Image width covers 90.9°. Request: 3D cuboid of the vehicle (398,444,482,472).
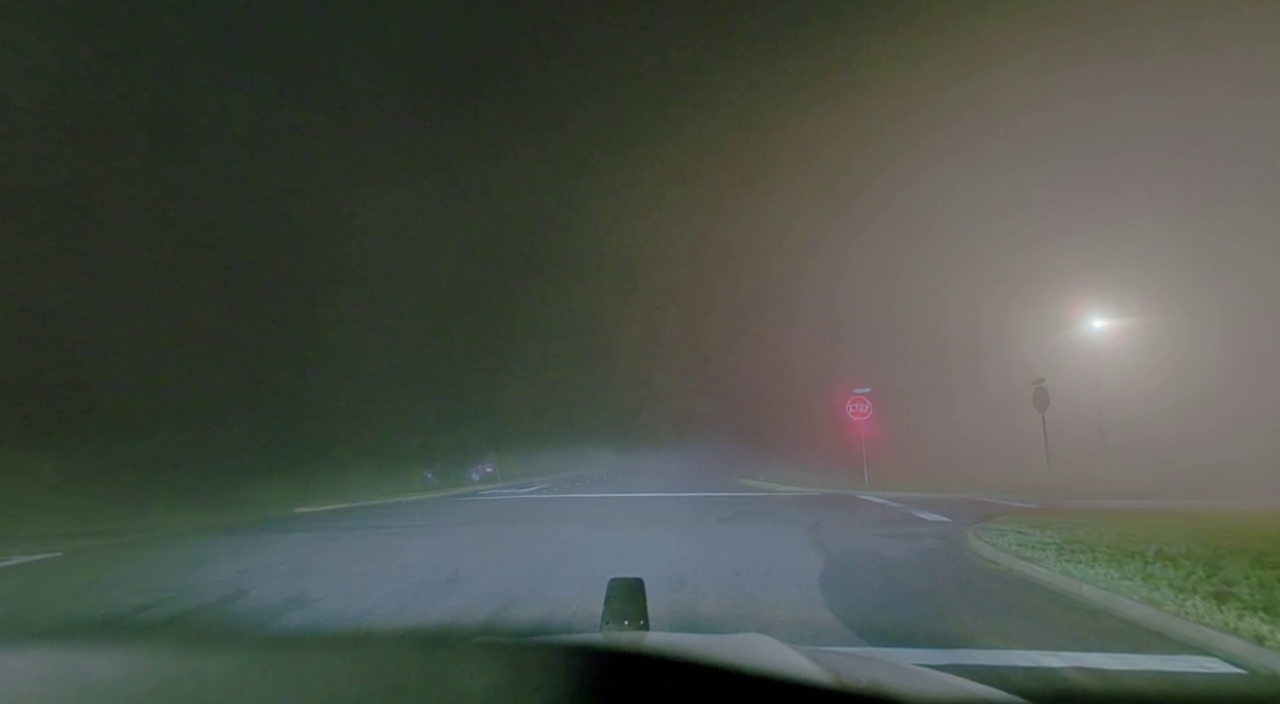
[{"bbox_3d":[-12.669,6.726,40.070,4.590,1.735,1.973,-1,-8,3],"label":"vehicle"}]
